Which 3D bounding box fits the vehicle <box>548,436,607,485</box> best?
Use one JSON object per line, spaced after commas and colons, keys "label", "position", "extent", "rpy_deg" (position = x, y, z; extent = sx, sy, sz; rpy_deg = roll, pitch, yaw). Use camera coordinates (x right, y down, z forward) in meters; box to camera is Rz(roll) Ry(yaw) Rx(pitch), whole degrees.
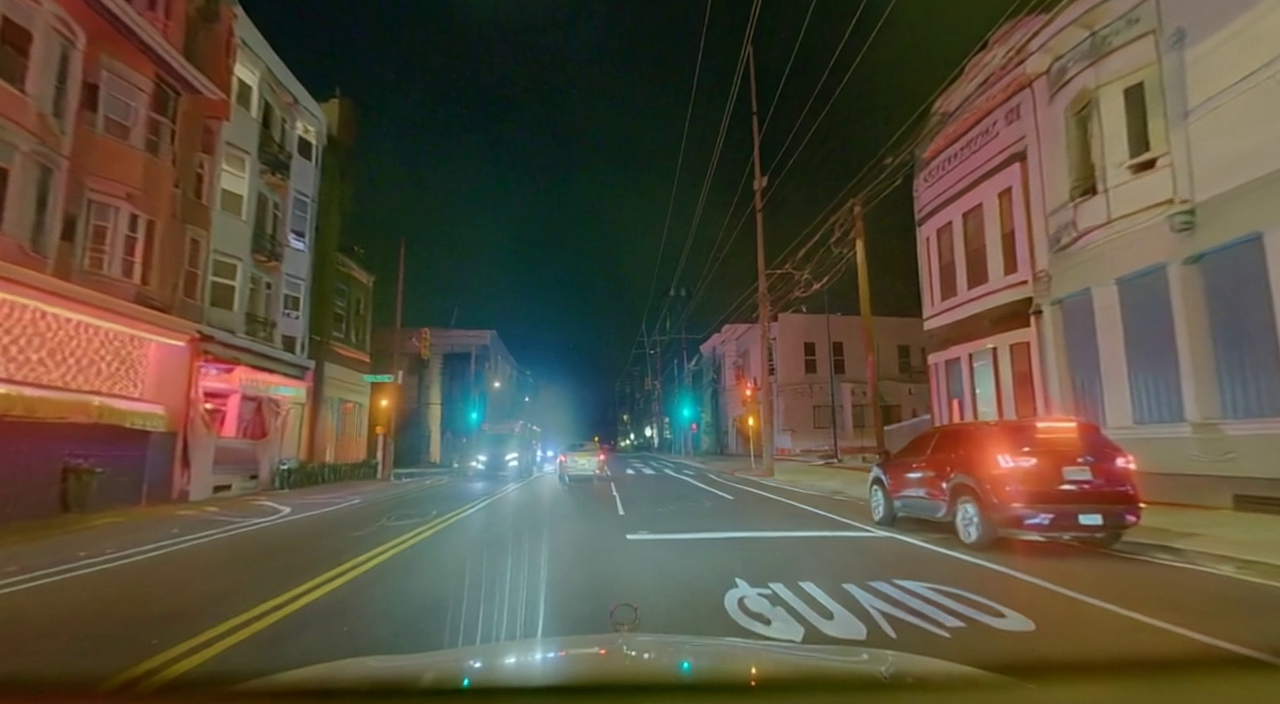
{"label": "vehicle", "position": [-2.246, 3.995, 23.557], "extent": [1.980, 1.635, 3.795], "rpy_deg": [0, -8, -3]}

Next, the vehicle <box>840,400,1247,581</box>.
{"label": "vehicle", "position": [5.276, 1.895, 9.688], "extent": [2.197, 1.917, 5.637], "rpy_deg": [0, -8, -4]}

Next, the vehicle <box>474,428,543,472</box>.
{"label": "vehicle", "position": [-7.490, 5.723, 37.088], "extent": [2.704, 2.334, 7.209], "rpy_deg": [0, -8, -2]}
